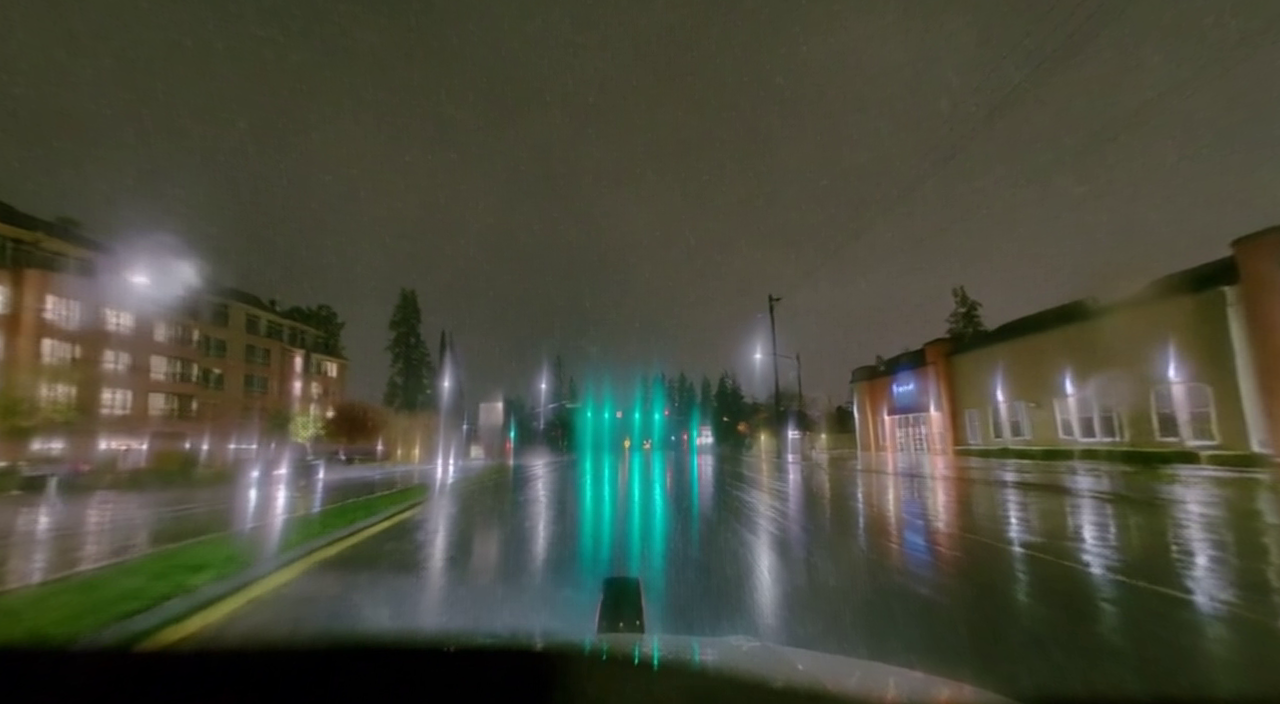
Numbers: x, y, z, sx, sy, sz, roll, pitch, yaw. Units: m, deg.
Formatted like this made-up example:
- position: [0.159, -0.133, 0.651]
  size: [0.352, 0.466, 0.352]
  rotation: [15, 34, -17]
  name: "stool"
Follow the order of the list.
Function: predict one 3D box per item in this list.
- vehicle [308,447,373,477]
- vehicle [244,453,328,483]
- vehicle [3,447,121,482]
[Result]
- position: [-19.239, 7.052, 40.775]
  size: [1.976, 1.766, 4.677]
  rotation: [0, -9, -1]
  name: "vehicle"
- position: [-19.139, 6.268, 34.432]
  size: [1.925, 1.485, 4.821]
  rotation: [0, -8, -1]
  name: "vehicle"
- position: [-28.523, 5.552, 31.392]
  size: [2.008, 1.594, 4.100]
  rotation: [0, -8, -2]
  name: "vehicle"
